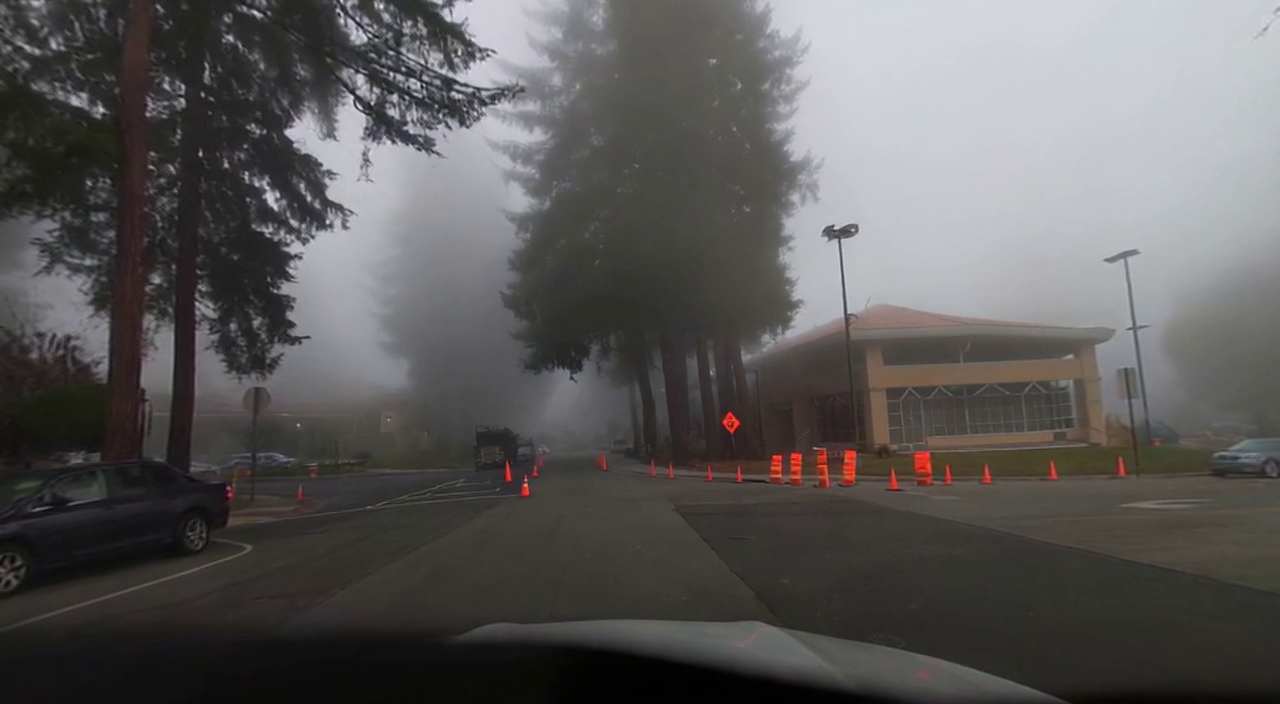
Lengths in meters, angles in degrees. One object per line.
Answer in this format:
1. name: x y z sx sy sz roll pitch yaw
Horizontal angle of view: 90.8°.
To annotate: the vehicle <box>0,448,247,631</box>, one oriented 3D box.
1. vehicle: -7.610 1.849 6.378 2.961 1.701 7.563 1 -8 -5
